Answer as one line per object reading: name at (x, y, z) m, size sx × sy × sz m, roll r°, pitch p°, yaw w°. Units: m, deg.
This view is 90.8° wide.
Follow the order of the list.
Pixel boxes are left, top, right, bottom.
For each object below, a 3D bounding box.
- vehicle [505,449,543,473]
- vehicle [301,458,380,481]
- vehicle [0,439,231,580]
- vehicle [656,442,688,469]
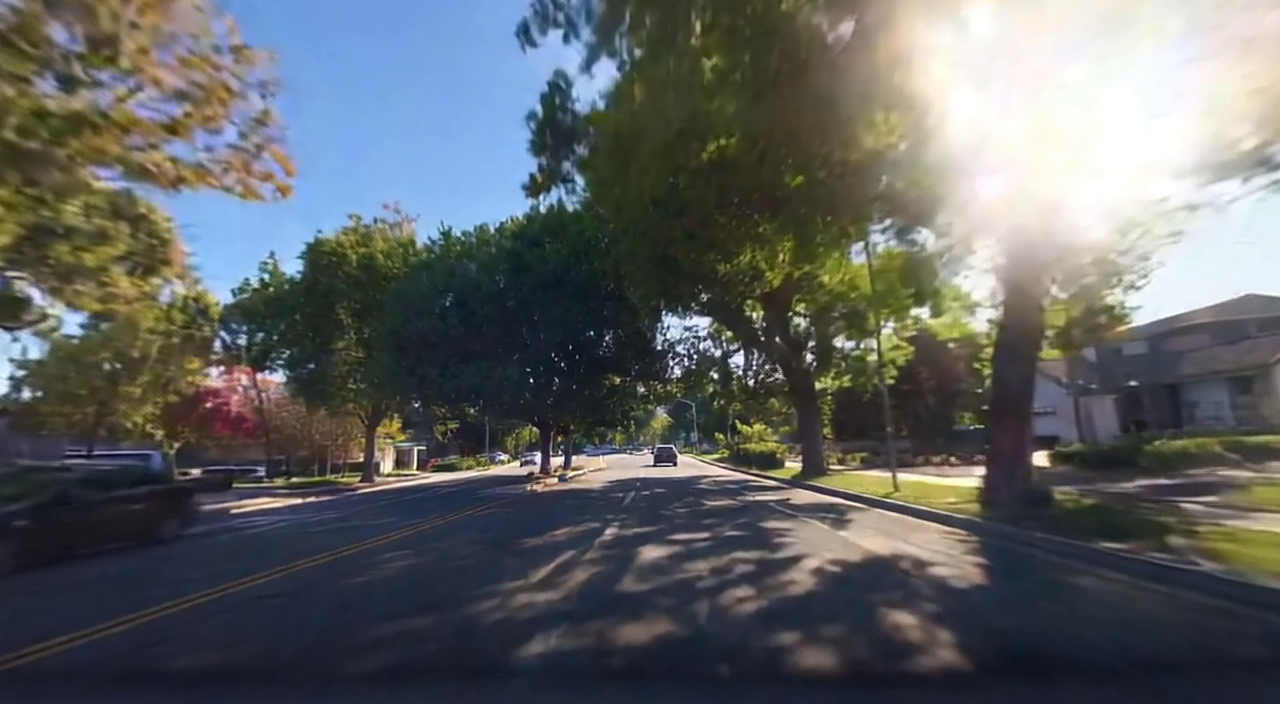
vehicle at (-9.033, 8.497, 49.493) m, size 1.985 × 1.741 × 4.370 m, roll -1°, pitch -8°, yaw 2°
vehicle at (-20.444, 8.025, 43.198) m, size 4.455 × 1.464 × 1.885 m, roll -1°, pitch -9°, yaw 8°
vehicle at (-10.085, 2.468, 10.559) m, size 2.337 × 1.963 × 5.862 m, roll -1°, pitch -8°, yaw 3°
vehicle at (2.236, 7.356, 45.142) m, size 2.215 × 1.799 × 4.426 m, roll 0°, pitch -8°, yaw 2°
